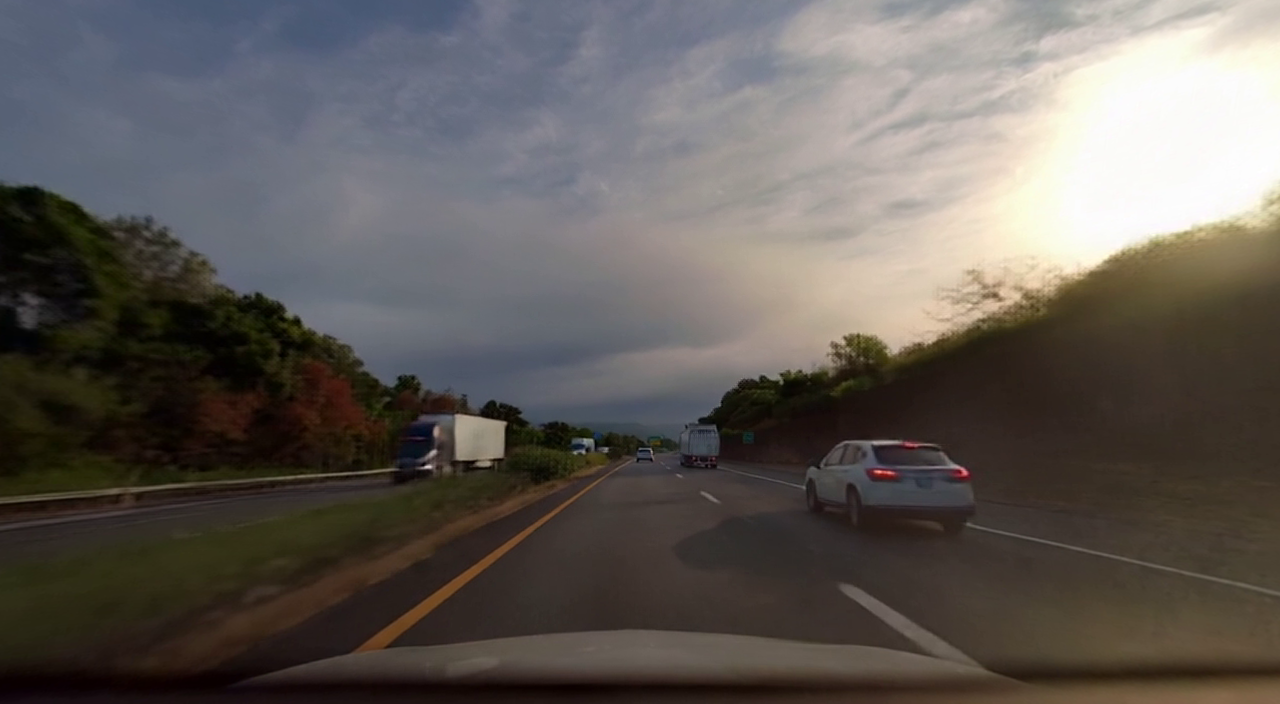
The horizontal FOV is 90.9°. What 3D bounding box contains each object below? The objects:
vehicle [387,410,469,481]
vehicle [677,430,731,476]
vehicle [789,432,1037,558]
[{"bbox_3d":[-12.950,5.825,39.117,2.915,4.016,5.822,0,-9,1],"label":"vehicle"},{"bbox_3d":[3.698,5.972,37.476,2.423,2.517,5.055,0,-9,-3],"label":"vehicle"},{"bbox_3d":[3.851,2.077,9.799,2.043,1.542,3.881,0,-9,-1],"label":"vehicle"}]
